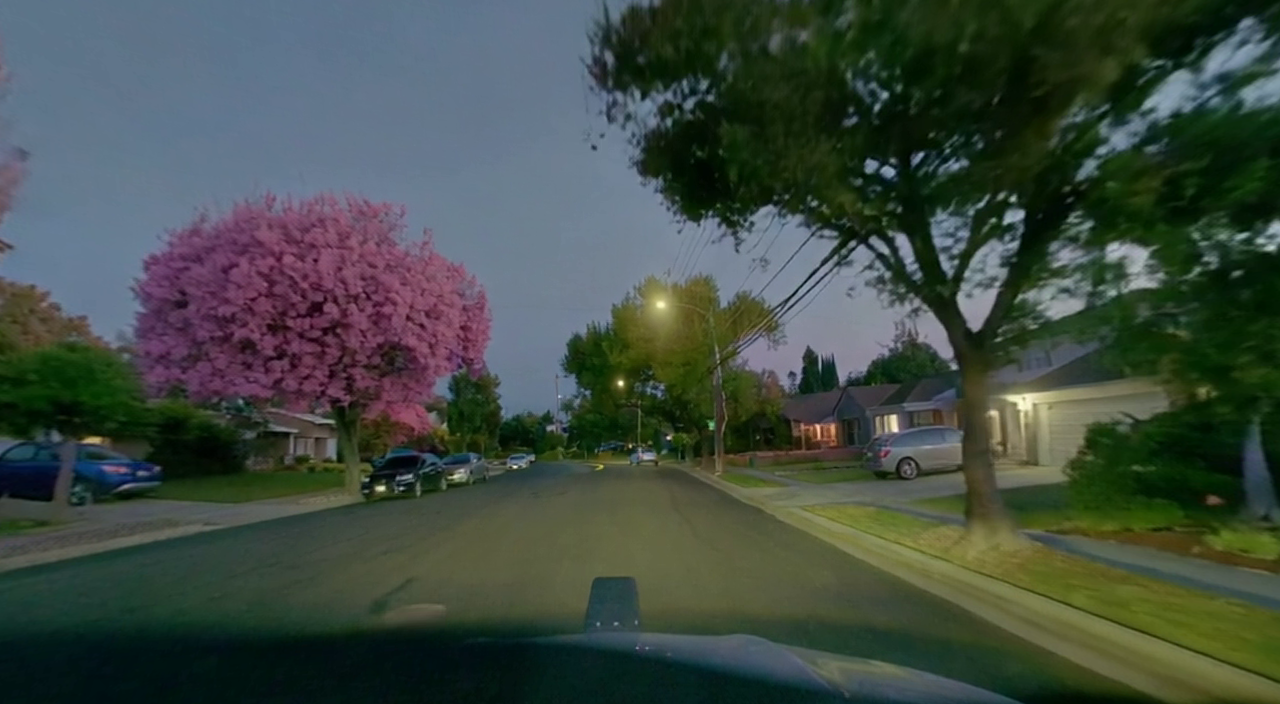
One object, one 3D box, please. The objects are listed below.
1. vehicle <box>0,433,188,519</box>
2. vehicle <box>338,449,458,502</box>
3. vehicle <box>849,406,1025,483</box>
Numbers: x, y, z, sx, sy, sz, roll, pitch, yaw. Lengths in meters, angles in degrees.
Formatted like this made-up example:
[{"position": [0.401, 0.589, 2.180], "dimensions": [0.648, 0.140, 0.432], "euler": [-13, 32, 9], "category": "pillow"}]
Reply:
[{"position": [-14.325, 3.006, 15.666], "dimensions": [4.538, 1.687, 1.955], "euler": [4, -9, -1], "category": "vehicle"}, {"position": [-7.660, 3.916, 20.550], "dimensions": [2.034, 1.493, 4.524], "euler": [0, -9, 1], "category": "vehicle"}, {"position": [8.550, 2.710, 18.478], "dimensions": [4.025, 1.738, 1.920], "euler": [-5, -9, -1], "category": "vehicle"}]
